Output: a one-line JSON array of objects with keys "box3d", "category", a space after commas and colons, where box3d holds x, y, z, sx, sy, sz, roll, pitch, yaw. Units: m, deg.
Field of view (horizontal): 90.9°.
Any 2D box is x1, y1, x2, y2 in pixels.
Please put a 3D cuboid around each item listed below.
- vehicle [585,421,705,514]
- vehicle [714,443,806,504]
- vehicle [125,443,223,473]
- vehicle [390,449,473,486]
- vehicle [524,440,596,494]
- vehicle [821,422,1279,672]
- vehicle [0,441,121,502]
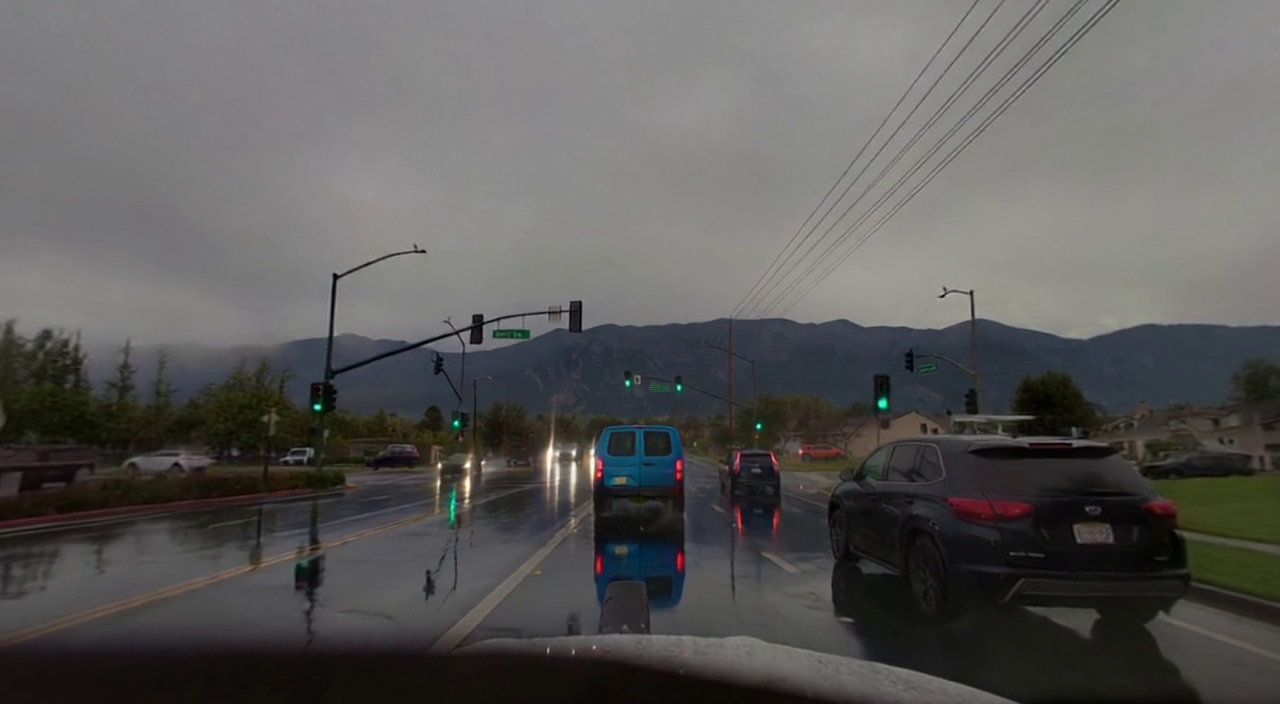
[{"box3d": [0.129, 2.916, 16.456, 2.636, 2.011, 5.130, 0, -8, 1], "category": "vehicle"}, {"box3d": [3.571, 3.683, 19.623, 1.957, 1.646, 4.355, 0, -8, 0], "category": "vehicle"}, {"box3d": [-28.392, 6.473, 38.511, 4.428, 1.738, 1.886, 0, -8, -1], "category": "vehicle"}, {"box3d": [-9.618, 5.209, 28.814, 2.005, 1.533, 4.644, 7, -11, -39], "category": "vehicle"}, {"box3d": [-2.769, 4.098, 22.856, 2.059, 1.749, 4.458, 0, -8, 0], "category": "vehicle"}, {"box3d": [3.666, 1.663, 6.663, 2.155, 1.658, 4.721, 0, -8, 1], "category": "vehicle"}, {"box3d": [-20.421, 3.946, 21.266, 1.996, 1.809, 4.699, 1, -8, -4], "category": "vehicle"}]
